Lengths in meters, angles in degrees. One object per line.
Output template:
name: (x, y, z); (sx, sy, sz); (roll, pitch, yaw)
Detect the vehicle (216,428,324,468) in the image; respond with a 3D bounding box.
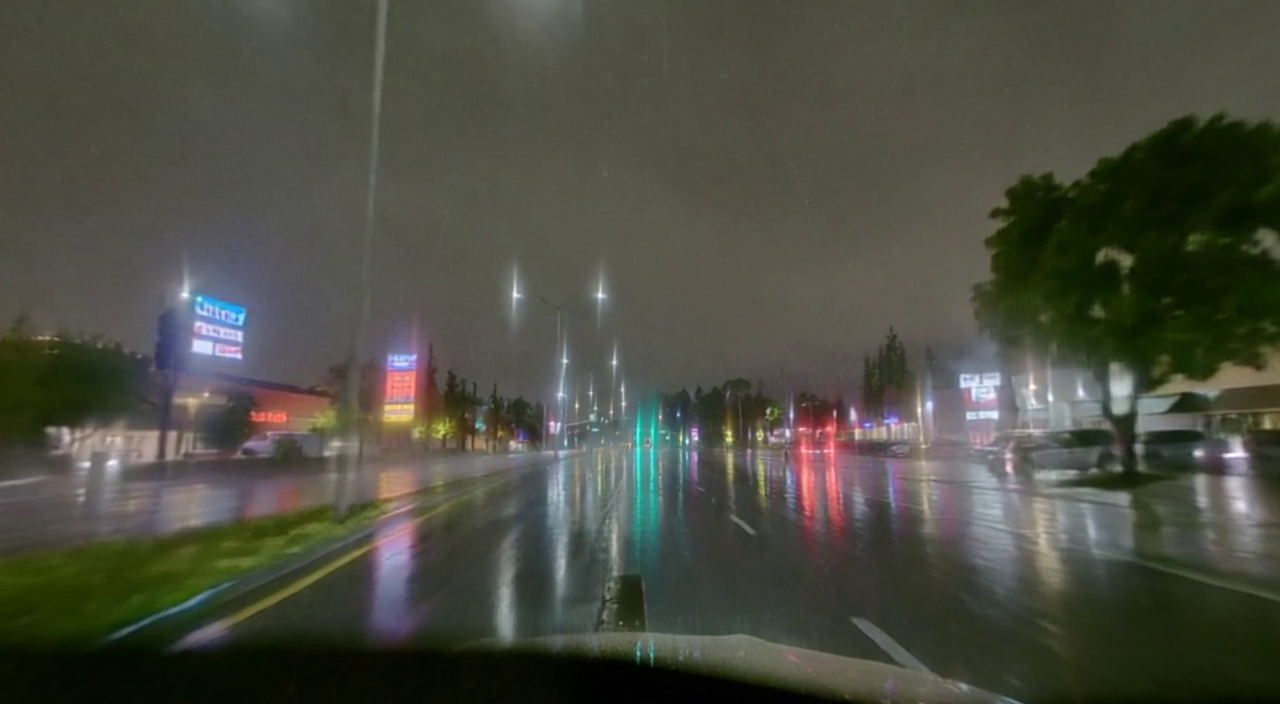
vehicle: (-28.248, 7.377, 48.448); (6.354, 2.899, 2.812); (0, -9, 0)

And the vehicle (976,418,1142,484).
vehicle: (14.947, 3.611, 23.080); (2.235, 2.016, 5.481); (-2, -9, 0)

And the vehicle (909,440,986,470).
vehicle: (16.449, 5.517, 34.088); (1.880, 1.477, 4.556); (0, -9, 1)

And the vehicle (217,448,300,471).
vehicle: (-27.504, 7.766, 45.651); (4.564, 1.494, 2.183); (-1, -10, -2)

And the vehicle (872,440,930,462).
vehicle: (18.654, 7.125, 45.403); (1.846, 1.466, 4.679); (1, -9, -4)

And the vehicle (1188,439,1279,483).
vehicle: (22.673, 3.857, 22.561); (1.791, 1.458, 4.316); (0, -9, -12)
